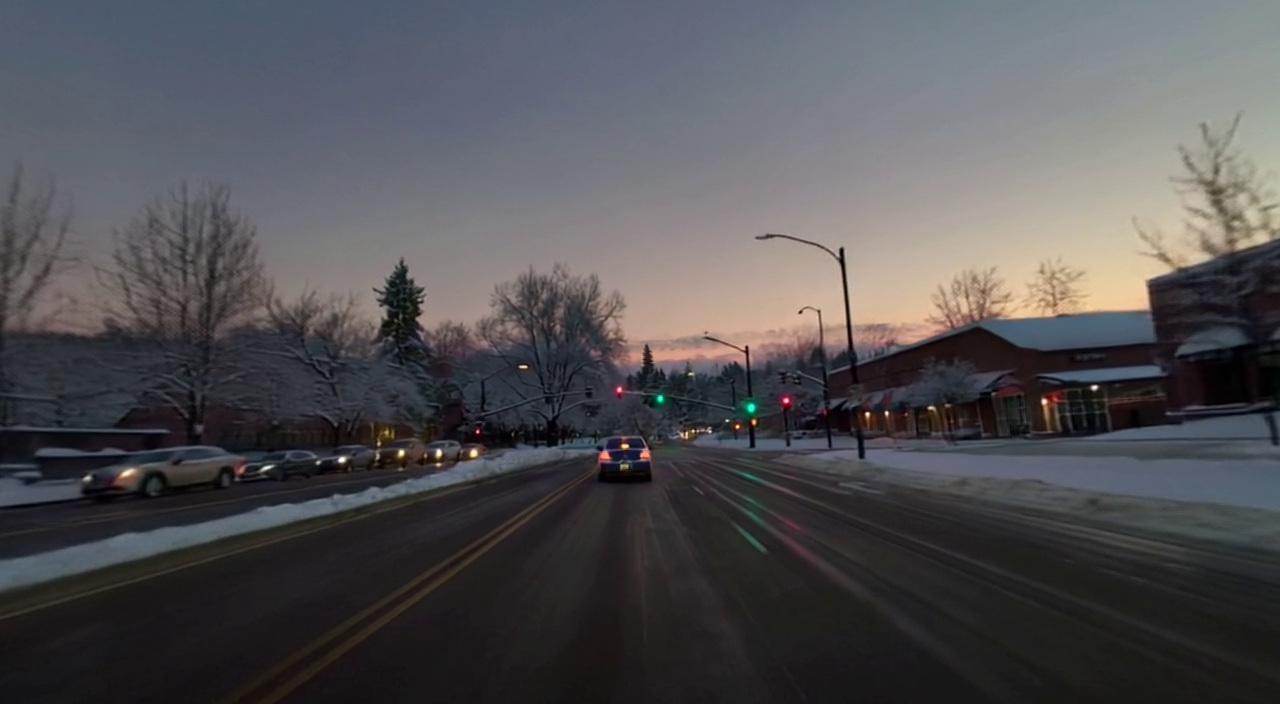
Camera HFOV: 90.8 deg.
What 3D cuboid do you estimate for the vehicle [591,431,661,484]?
[{"bbox_3d":[-0.400,3.374,20.423,2.045,1.510,3.690,0,-9,0],"label":"vehicle"}]

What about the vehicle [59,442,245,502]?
[{"bbox_3d":[-15.563,3.804,20.585,2.130,1.692,4.734,-1,-9,2],"label":"vehicle"}]

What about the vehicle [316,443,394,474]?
[{"bbox_3d":[-15.619,5.853,34.909,2.131,1.560,4.563,-1,-9,1],"label":"vehicle"}]

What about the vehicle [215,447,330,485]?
[{"bbox_3d":[-15.691,4.864,27.346,1.931,1.455,5.023,0,-9,0],"label":"vehicle"}]

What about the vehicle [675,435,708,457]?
[{"bbox_3d":[3.592,6.725,45.018,2.122,1.454,4.271,-1,-9,2],"label":"vehicle"}]

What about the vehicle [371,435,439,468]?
[{"bbox_3d":[-15.432,6.588,41.902,2.250,1.981,5.861,0,-9,0],"label":"vehicle"}]
